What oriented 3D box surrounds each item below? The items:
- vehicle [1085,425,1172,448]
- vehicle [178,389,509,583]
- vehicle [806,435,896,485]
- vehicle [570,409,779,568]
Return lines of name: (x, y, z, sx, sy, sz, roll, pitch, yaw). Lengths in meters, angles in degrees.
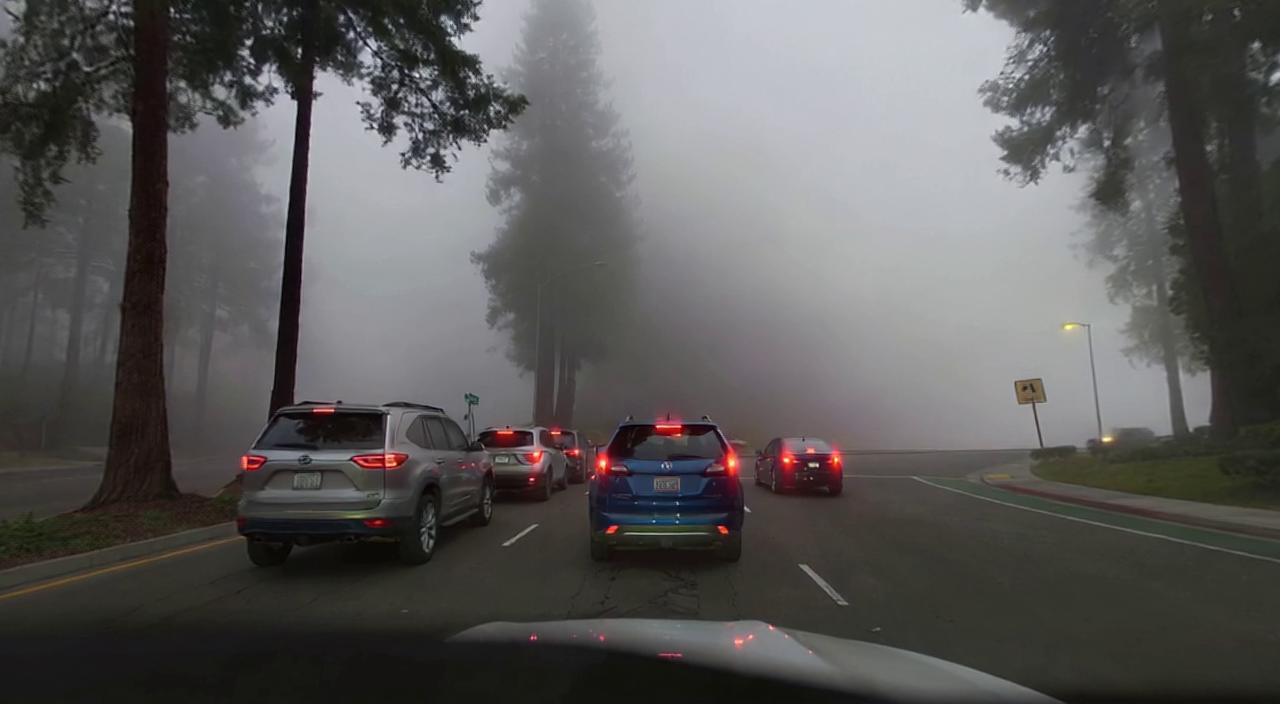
vehicle: (34.963, 6.103, 45.234, 4.632, 1.580, 1.801, -5, -10, 31)
vehicle: (-3.247, 1.578, 8.169, 2.085, 1.812, 4.388, 0, -8, 1)
vehicle: (7.410, 3.813, 22.599, 2.067, 1.599, 4.251, -1, -8, 5)
vehicle: (0.387, 1.747, 8.769, 2.189, 1.649, 4.171, 0, -8, 1)
